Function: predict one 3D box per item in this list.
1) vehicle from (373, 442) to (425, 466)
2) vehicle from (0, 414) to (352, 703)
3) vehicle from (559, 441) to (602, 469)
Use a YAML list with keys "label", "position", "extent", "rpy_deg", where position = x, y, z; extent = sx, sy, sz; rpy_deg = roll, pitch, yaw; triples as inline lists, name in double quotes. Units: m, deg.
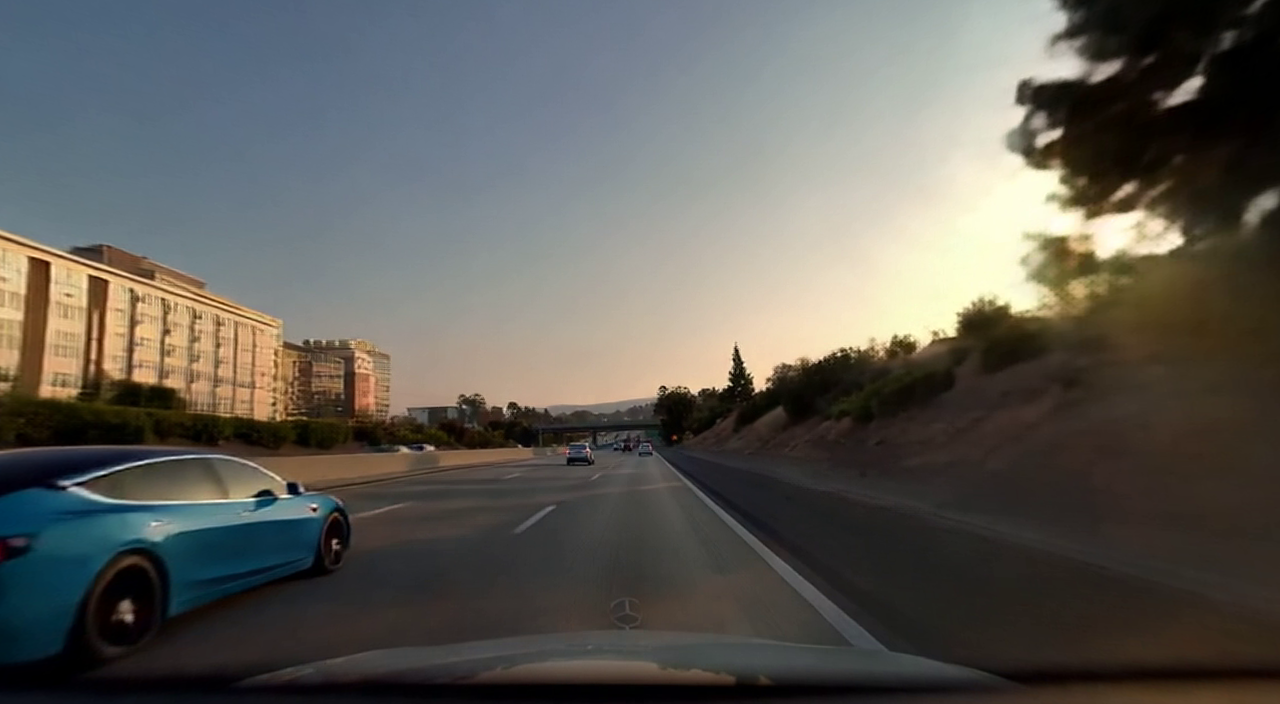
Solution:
- label: "vehicle"
  position: [-17.124, 7.252, 45.027]
  extent: [1.868, 1.584, 4.372]
  rpy_deg: [0, -8, 1]
- label: "vehicle"
  position: [-4.156, 1.261, 4.537]
  extent: [2.083, 1.471, 4.350]
  rpy_deg: [0, -8, 1]
- label: "vehicle"
  position: [-3.263, 5.721, 35.363]
  extent: [1.926, 1.464, 4.186]
  rpy_deg: [0, -8, 0]
